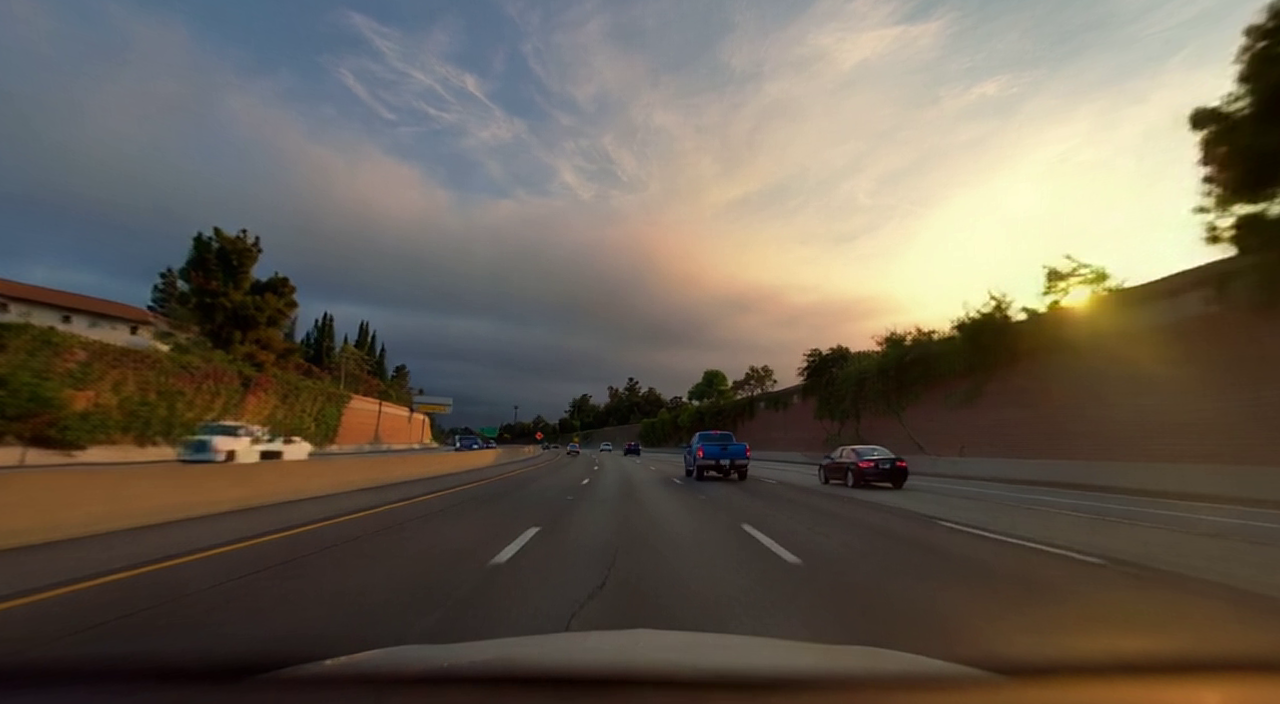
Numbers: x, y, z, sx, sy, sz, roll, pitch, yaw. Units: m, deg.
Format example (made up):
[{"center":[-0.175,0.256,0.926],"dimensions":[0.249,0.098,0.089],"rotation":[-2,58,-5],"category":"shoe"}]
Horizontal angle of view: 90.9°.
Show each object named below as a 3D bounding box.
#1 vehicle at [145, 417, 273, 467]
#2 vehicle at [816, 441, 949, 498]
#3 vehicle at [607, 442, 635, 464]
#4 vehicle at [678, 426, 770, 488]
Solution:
[{"center":[-22.039,4.670,32.724],"dimensions":[2.433,2.292,6.266],"rotation":[0,-8,-3],"category":"vehicle"},{"center":[7.177,3.488,19.355],"dimensions":[1.976,1.485,4.925],"rotation":[0,-8,-2],"category":"vehicle"},{"center":[-1.561,7.929,49.678],"dimensions":[2.050,1.607,3.821],"rotation":[0,-8,-4],"category":"vehicle"},{"center":[2.854,3.752,22.901],"dimensions":[2.374,1.952,5.431],"rotation":[0,-8,-2],"category":"vehicle"}]
